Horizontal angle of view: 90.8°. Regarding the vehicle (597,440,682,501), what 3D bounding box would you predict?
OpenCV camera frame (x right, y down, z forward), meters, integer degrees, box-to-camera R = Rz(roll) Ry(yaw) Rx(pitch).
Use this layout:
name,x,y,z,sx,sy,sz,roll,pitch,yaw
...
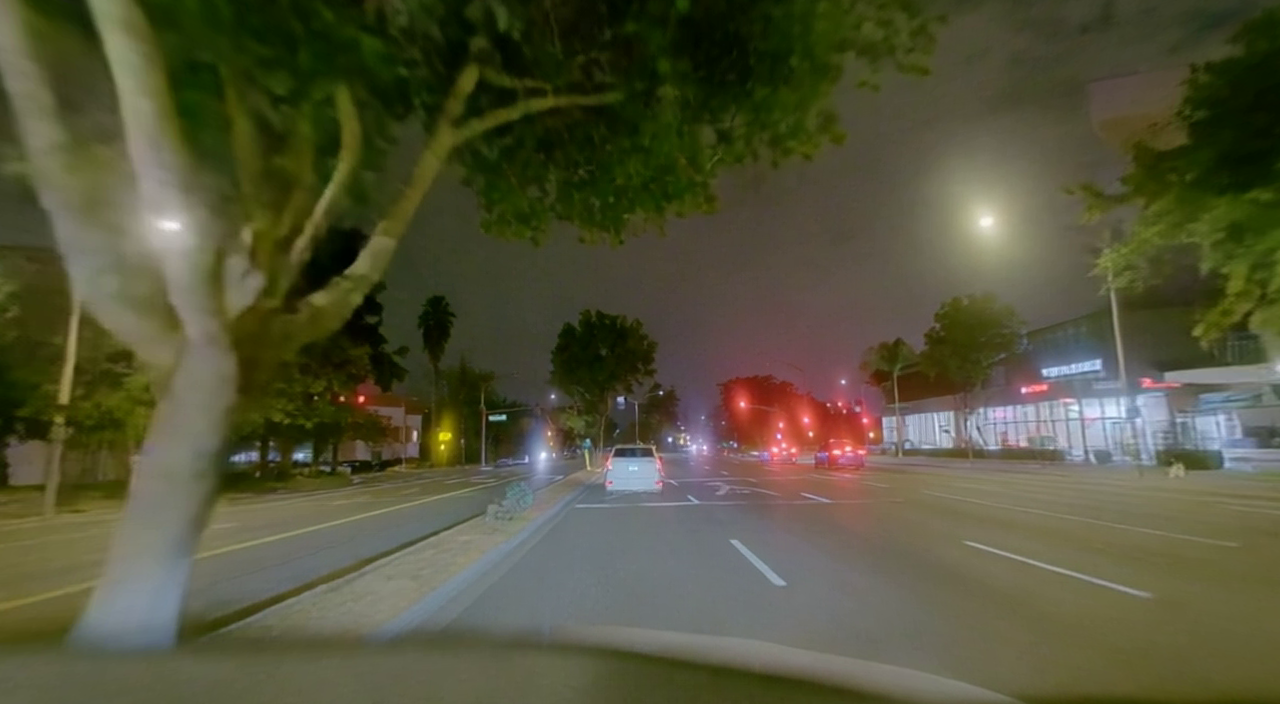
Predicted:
name,x,y,z,sx,sy,sz,roll,pitch,yaw
vehicle,-0.044,3.208,17.547,2.064,1.477,3.968,0,-9,-1

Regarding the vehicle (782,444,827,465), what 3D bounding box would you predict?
name,x,y,z,sx,sy,sz,roll,pitch,yaw
vehicle,12.422,7.756,48.067,2.059,1.482,4.568,0,-9,-1

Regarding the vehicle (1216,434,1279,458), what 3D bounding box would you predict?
name,x,y,z,sx,sy,sz,roll,pitch,yaw
vehicle,40.371,6.233,41.884,3.834,1.470,1.910,4,-10,-28
